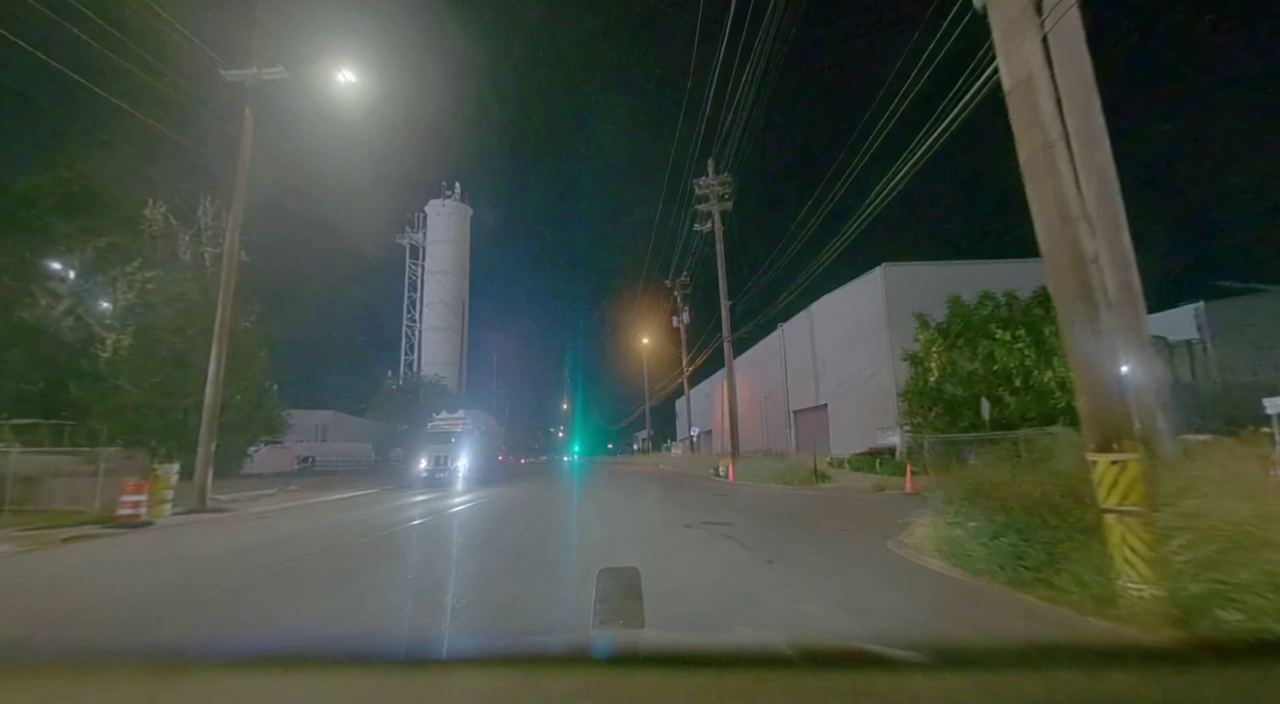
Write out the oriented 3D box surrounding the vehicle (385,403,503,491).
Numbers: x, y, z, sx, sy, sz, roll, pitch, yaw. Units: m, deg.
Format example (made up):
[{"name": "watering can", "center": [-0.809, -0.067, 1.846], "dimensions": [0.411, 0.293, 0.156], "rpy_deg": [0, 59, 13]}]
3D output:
[{"name": "vehicle", "center": [-8.145, 4.172, 27.520], "dimensions": [2.991, 3.173, 7.929], "rpy_deg": [-1, -9, -3]}]
